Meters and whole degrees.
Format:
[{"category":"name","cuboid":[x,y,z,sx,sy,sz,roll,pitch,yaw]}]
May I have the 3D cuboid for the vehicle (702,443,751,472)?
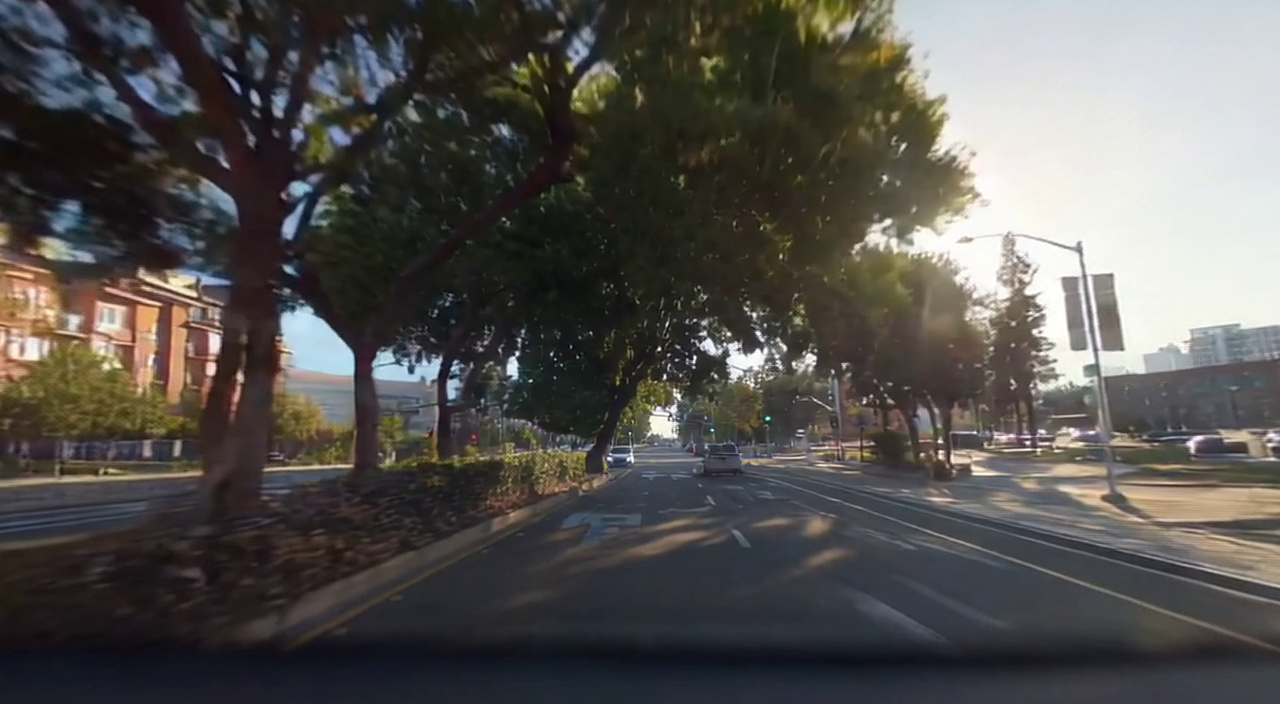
[{"category":"vehicle","cuboid":[4.621,5.683,34.299,2.133,1.481,4.276,0,-8,1]}]
